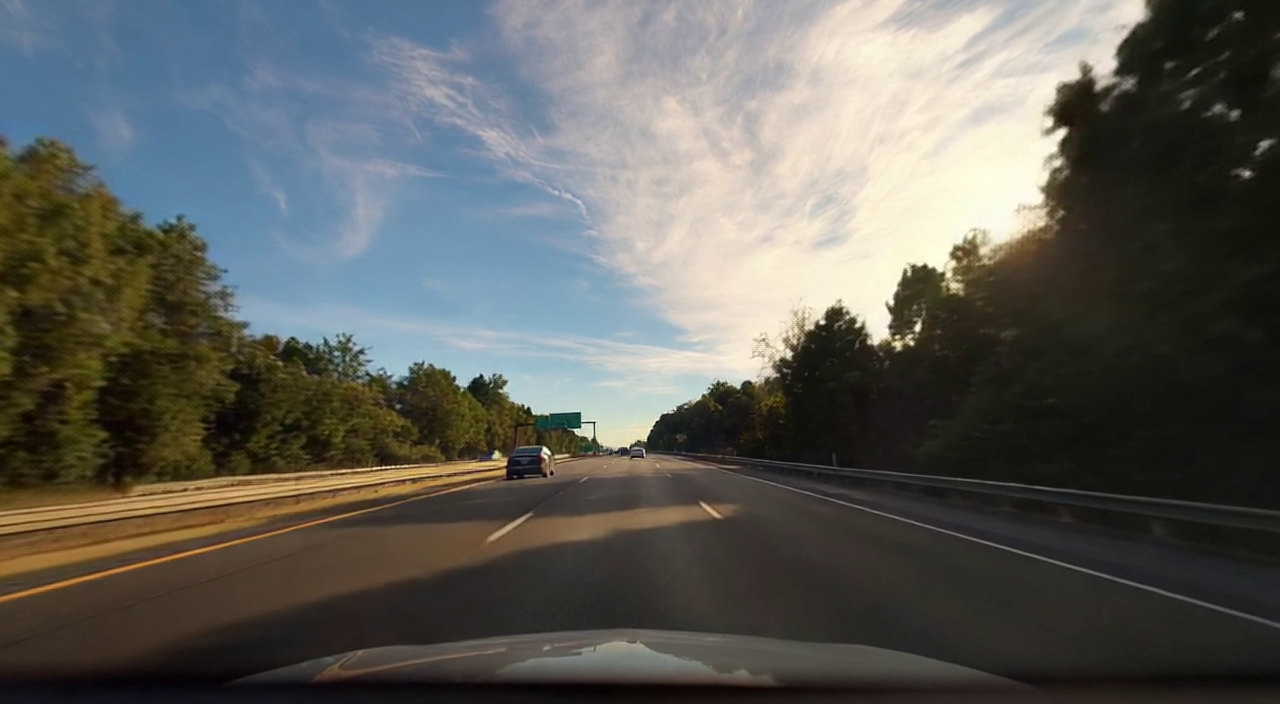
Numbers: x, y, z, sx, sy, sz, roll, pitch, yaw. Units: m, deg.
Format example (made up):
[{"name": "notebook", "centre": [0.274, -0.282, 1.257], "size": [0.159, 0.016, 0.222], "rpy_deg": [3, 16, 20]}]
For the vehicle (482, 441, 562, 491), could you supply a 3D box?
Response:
[{"name": "vehicle", "centre": [-4.126, 4.063, 22.741], "size": [1.958, 1.587, 4.801], "rpy_deg": [0, -9, 0]}]
